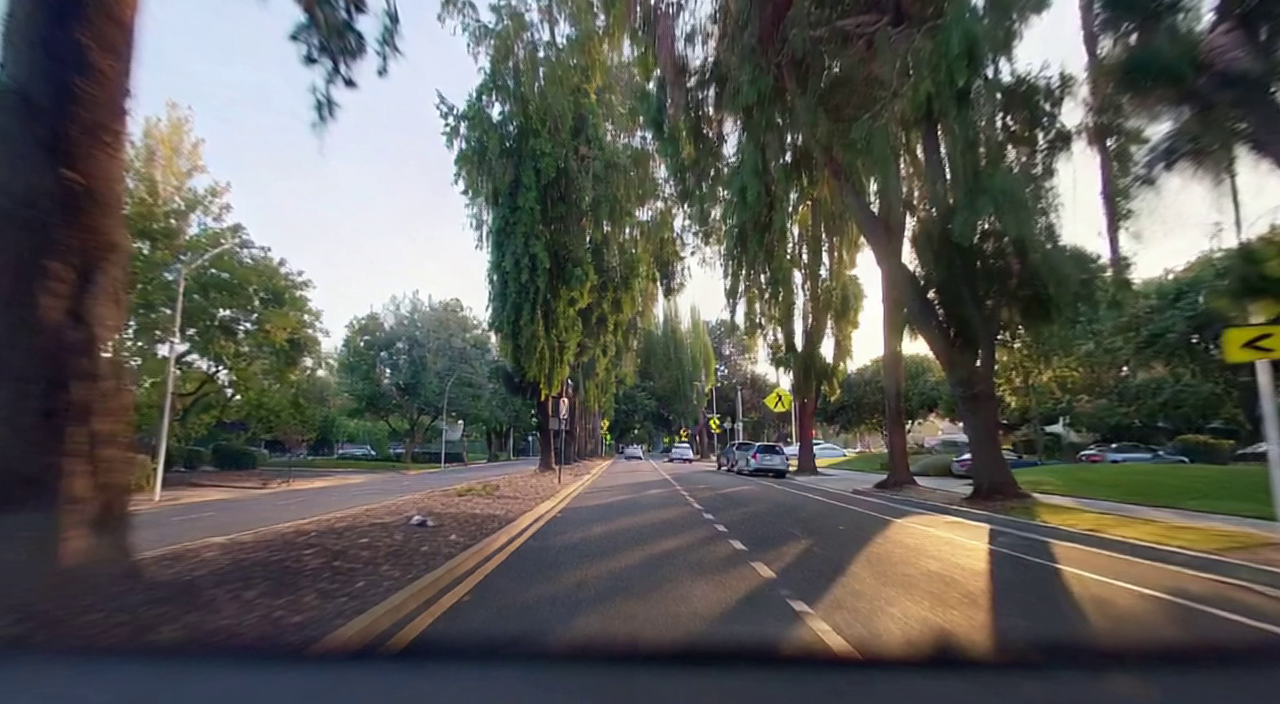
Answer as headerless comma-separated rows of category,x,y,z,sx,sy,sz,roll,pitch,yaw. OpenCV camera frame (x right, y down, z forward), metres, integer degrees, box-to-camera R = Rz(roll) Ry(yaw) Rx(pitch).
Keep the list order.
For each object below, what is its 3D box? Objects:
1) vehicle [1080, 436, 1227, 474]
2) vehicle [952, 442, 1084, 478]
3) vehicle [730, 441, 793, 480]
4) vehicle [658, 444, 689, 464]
vehicle,21.303,4.297,26.366,4.400,1.522,1.831,-1,-8,3
vehicle,15.804,4.532,26.595,4.331,1.413,1.892,0,-9,-1
vehicle,6.207,5.600,32.871,2.040,1.710,5.200,4,-9,-1
vehicle,2.585,7.971,49.536,2.142,1.501,4.273,0,-8,-1
